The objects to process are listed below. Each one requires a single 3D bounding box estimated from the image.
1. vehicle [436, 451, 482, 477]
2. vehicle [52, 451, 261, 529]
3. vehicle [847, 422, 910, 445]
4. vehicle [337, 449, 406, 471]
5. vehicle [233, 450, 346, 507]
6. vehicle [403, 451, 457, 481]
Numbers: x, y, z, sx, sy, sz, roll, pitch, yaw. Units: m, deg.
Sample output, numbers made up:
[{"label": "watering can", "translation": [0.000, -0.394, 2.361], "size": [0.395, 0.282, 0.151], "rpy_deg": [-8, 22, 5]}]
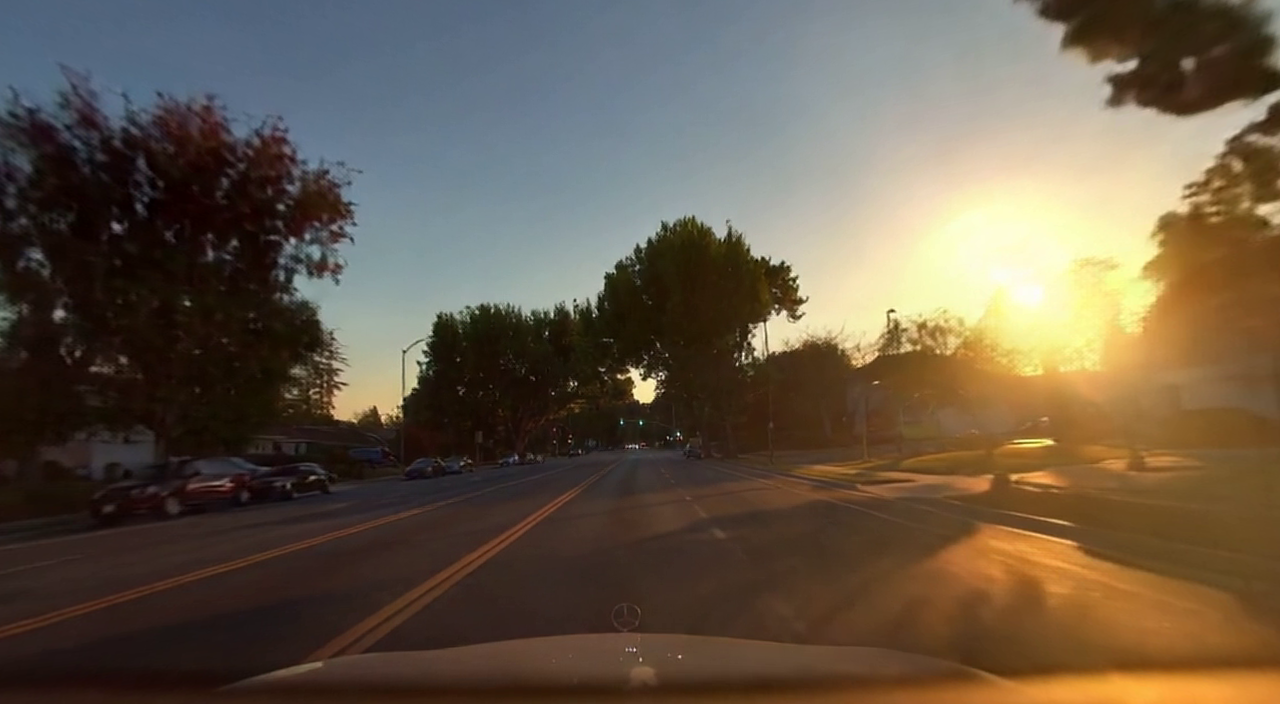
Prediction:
[{"label": "vehicle", "translation": [-12.605, 7.809, 44.216], "size": [1.909, 1.477, 4.345], "rpy_deg": [-3, -8, -1]}, {"label": "vehicle", "translation": [-12.897, 3.632, 17.391], "size": [1.882, 1.775, 4.904], "rpy_deg": [0, -8, 0]}, {"label": "vehicle", "translation": [17.577, 6.053, 46.624], "size": [1.726, 1.620, 3.938], "rpy_deg": [6, -11, -37]}, {"label": "vehicle", "translation": [-20.881, 8.389, 49.212], "size": [4.498, 1.623, 1.903], "rpy_deg": [0, -8, 1]}, {"label": "vehicle", "translation": [-12.631, 4.532, 23.110], "size": [1.882, 1.727, 3.945], "rpy_deg": [-3, -8, 1]}, {"label": "vehicle", "translation": [-12.647, 6.881, 38.325], "size": [1.828, 1.510, 4.149], "rpy_deg": [-4, -8, 0]}]
